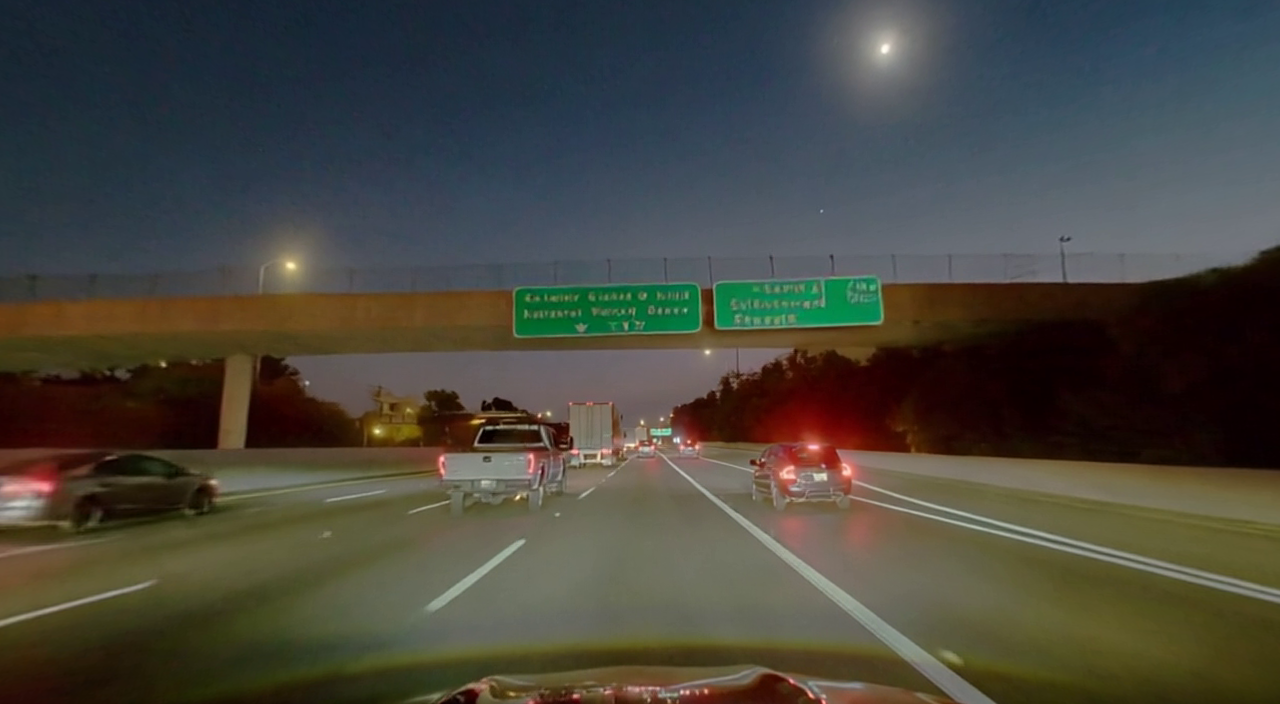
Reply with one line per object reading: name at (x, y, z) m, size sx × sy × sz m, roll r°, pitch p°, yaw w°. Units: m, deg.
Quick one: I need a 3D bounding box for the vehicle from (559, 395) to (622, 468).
vehicle at (-3.039, 5.667, 43.633) m, size 2.869 × 4.108 × 15.564 m, roll 0°, pitch -8°, yaw 1°

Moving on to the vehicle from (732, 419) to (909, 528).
vehicle at (3.110, 2.204, 11.965) m, size 2.028 × 1.658 × 4.334 m, roll 0°, pitch -8°, yaw 0°

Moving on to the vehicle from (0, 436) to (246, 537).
vehicle at (-10.078, 2.392, 11.979) m, size 1.981 × 1.495 × 4.834 m, roll 0°, pitch -8°, yaw 1°

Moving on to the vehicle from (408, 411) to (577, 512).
vehicle at (-3.334, 2.717, 16.166) m, size 2.645 × 2.023 × 6.491 m, roll 0°, pitch -8°, yaw 1°
